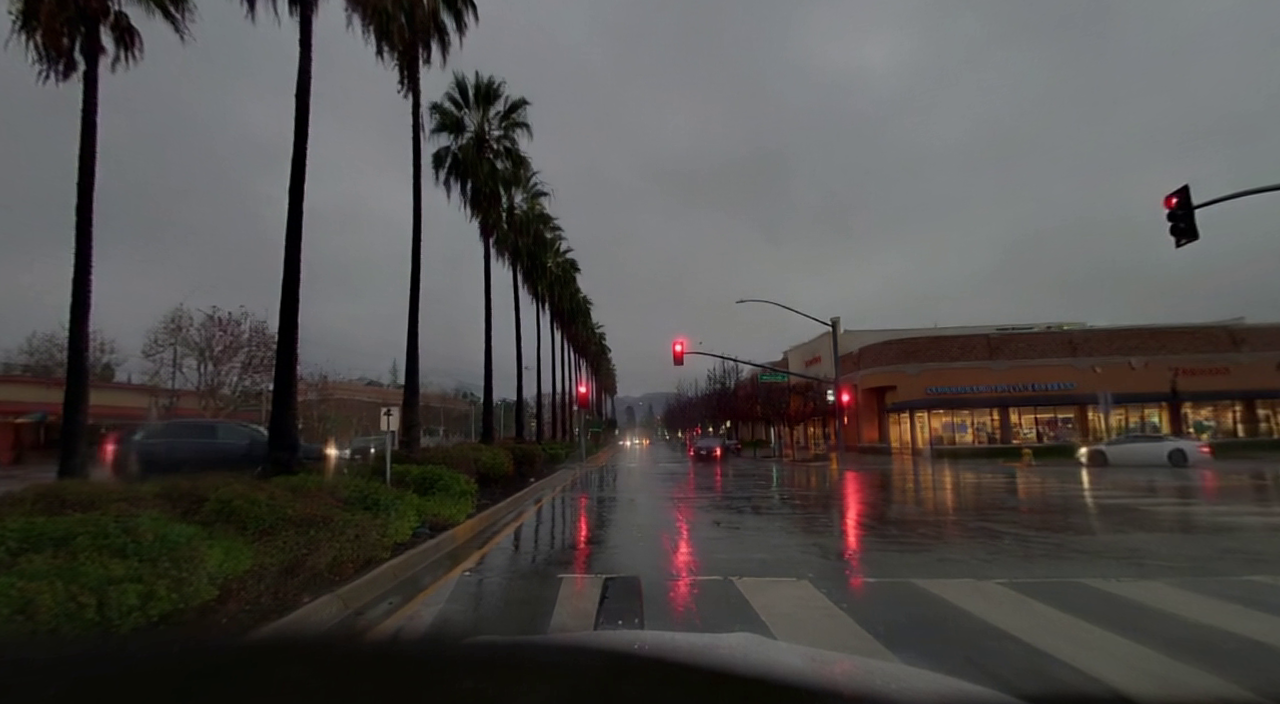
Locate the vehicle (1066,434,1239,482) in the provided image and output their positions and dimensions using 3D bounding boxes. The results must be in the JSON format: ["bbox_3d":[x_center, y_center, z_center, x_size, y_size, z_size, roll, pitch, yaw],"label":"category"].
[{"bbox_3d":[19.815,4.100,24.590,4.722,1.717,2.000,-2,-9,13],"label":"vehicle"}]

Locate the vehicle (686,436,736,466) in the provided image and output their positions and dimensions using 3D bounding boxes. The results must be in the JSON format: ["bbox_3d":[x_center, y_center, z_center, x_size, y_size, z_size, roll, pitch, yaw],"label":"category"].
[{"bbox_3d":[4.248,5.794,37.018,1.999,1.653,4.603,-3,-9,18],"label":"vehicle"}]

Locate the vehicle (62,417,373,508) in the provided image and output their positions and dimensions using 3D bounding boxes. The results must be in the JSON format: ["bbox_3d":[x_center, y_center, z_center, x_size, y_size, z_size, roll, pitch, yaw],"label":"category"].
[{"bbox_3d":[-9.738,2.604,15.025,5.619,1.951,2.321,0,-8,-3],"label":"vehicle"}]
